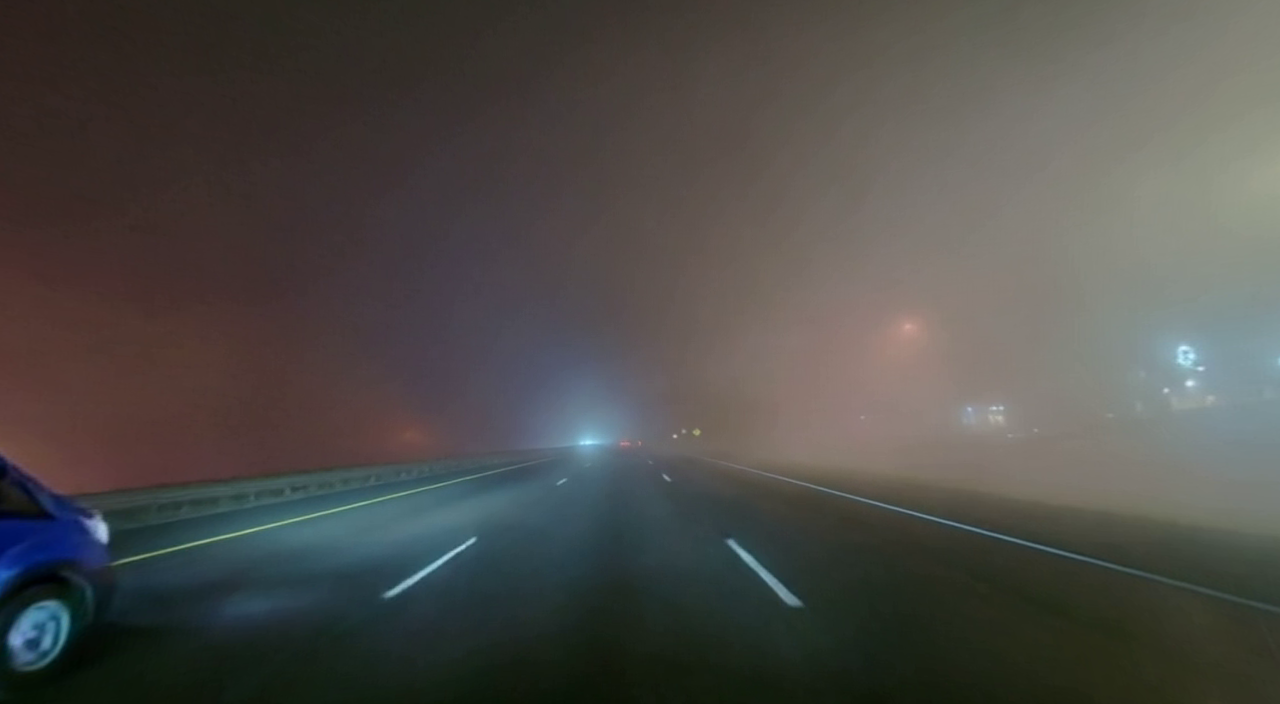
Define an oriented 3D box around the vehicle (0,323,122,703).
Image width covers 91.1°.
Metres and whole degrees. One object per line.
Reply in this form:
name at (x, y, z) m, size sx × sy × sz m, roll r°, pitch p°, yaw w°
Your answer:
vehicle at (-4.155, 0.556, 1.300) m, size 2.104 × 1.860 × 4.853 m, roll 0°, pitch -8°, yaw -2°
